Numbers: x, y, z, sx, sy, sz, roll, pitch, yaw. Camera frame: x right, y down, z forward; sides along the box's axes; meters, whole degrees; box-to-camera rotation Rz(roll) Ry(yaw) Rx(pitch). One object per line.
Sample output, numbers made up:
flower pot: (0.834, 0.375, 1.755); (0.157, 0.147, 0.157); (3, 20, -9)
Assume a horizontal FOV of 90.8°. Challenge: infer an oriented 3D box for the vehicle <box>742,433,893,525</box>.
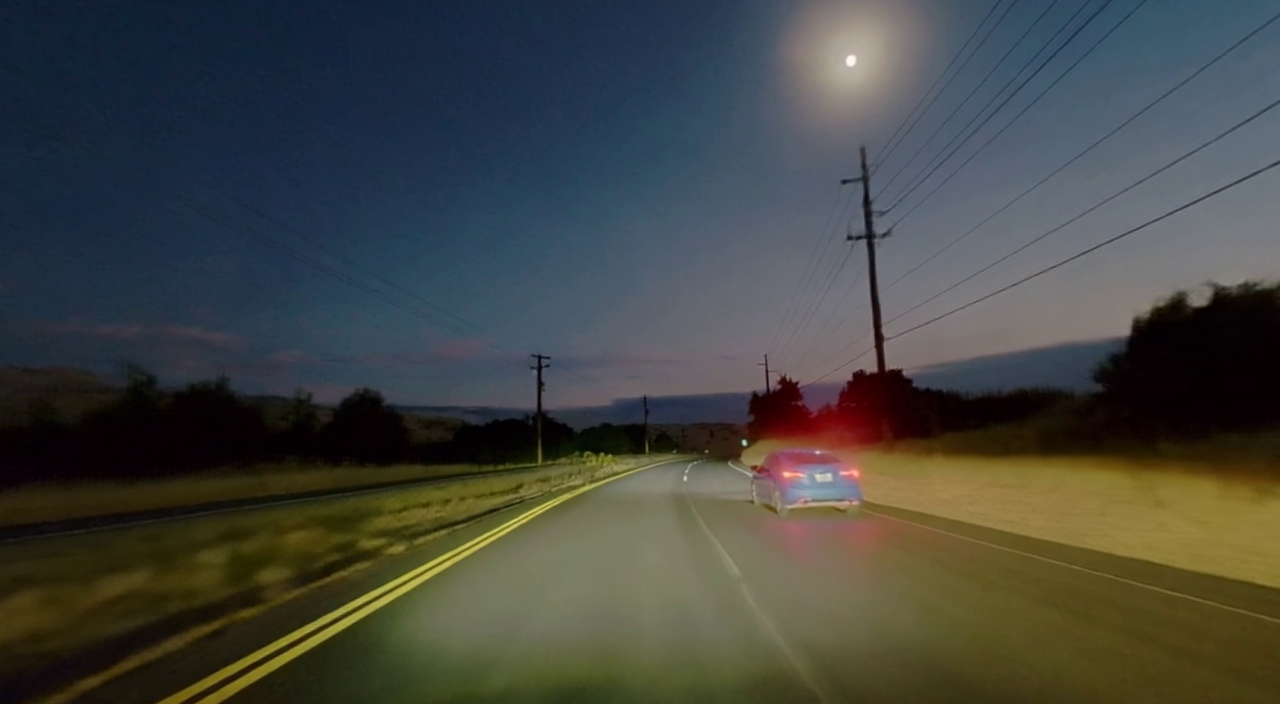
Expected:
vehicle: (3.679, 2.715, 14.019); (2.135, 1.692, 4.185); (0, -9, 0)
